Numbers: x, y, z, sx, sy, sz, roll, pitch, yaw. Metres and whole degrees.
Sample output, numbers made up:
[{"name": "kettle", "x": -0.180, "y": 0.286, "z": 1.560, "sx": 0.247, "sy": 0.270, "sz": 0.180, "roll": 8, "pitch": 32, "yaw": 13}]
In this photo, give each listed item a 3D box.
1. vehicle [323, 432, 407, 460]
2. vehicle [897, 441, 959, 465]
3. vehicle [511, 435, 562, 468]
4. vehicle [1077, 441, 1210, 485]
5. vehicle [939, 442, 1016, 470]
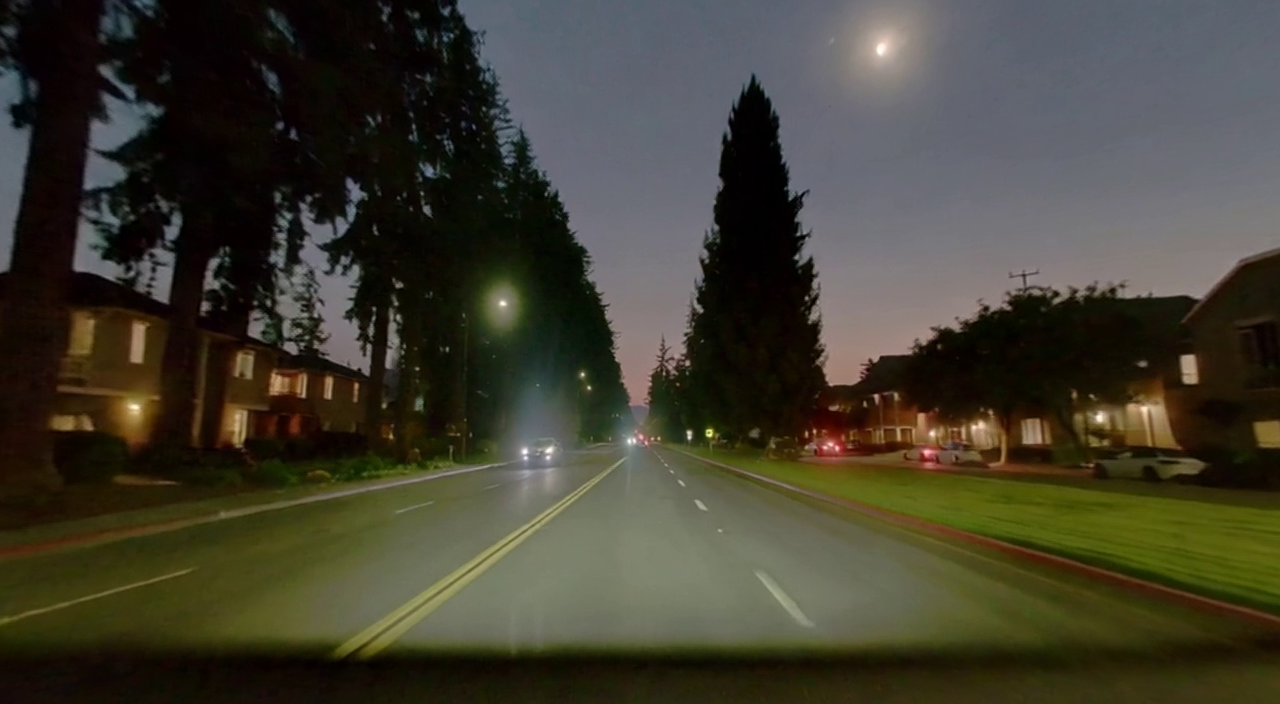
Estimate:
[{"name": "vehicle", "x": -16.252, "y": 5.574, "z": 37.476, "sx": 4.045, "sy": 1.622, "sz": 1.983, "roll": 0, "pitch": -8, "yaw": 4}, {"name": "vehicle", "x": 18.846, "y": 6.590, "z": 41.577, "sx": 1.946, "sy": 1.459, "sz": 4.489, "roll": 0, "pitch": -8, "yaw": -1}, {"name": "vehicle", "x": -6.094, "y": 5.910, "z": 37.675, "sx": 2.108, "sy": 1.793, "sz": 4.864, "roll": 0, "pitch": -8, "yaw": 1}, {"name": "vehicle", "x": 18.852, "y": 4.136, "z": 23.915, "sx": 1.755, "sy": 1.521, "sz": 3.968, "roll": 0, "pitch": -8, "yaw": 1}, {"name": "vehicle", "x": 18.981, "y": 5.823, "z": 35.761, "sx": 1.773, "sy": 1.463, "sz": 4.486, "roll": 0, "pitch": -8, "yaw": -2}]
